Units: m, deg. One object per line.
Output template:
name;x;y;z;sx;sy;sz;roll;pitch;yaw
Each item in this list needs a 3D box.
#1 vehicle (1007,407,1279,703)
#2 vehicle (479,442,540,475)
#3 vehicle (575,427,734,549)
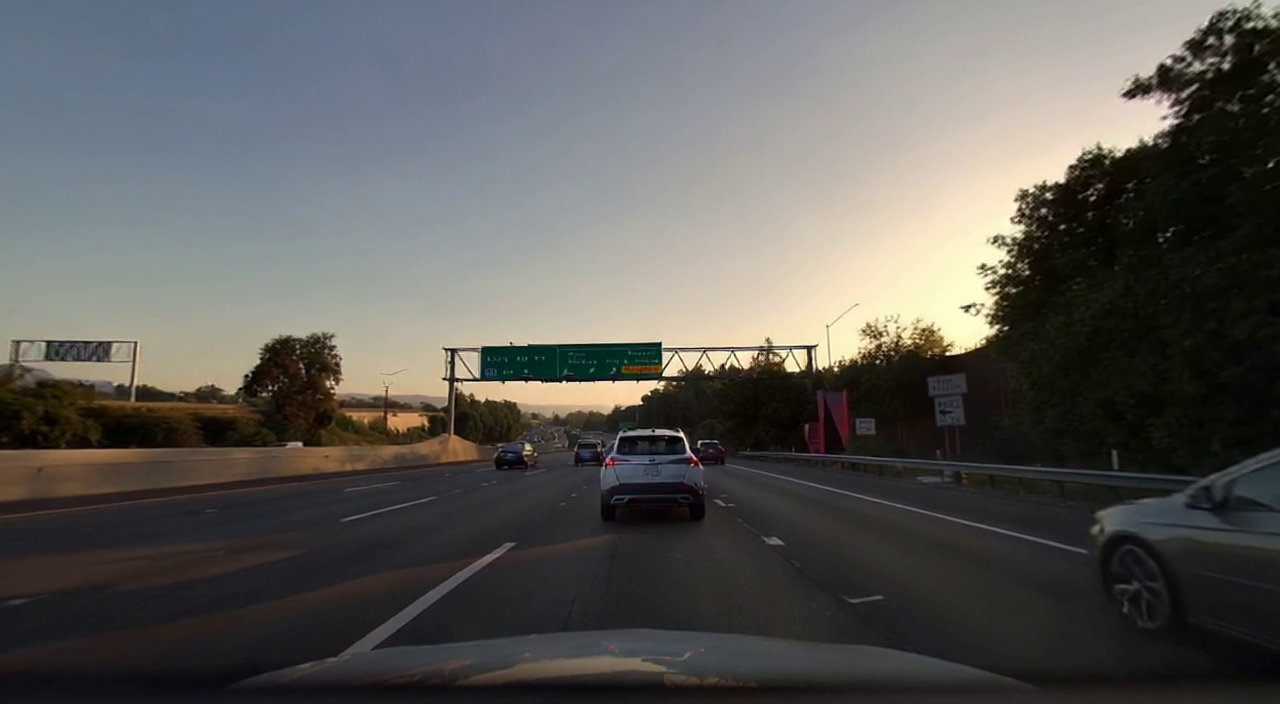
vehicle;3.998;0.983;2.737;2.002;1.499;4.710;0;-9;1
vehicle;-6.681;5.508;32.707;2.035;1.558;4.773;0;-9;1
vehicle;0.187;2.044;10.082;2.044;1.554;3.824;0;-9;0
